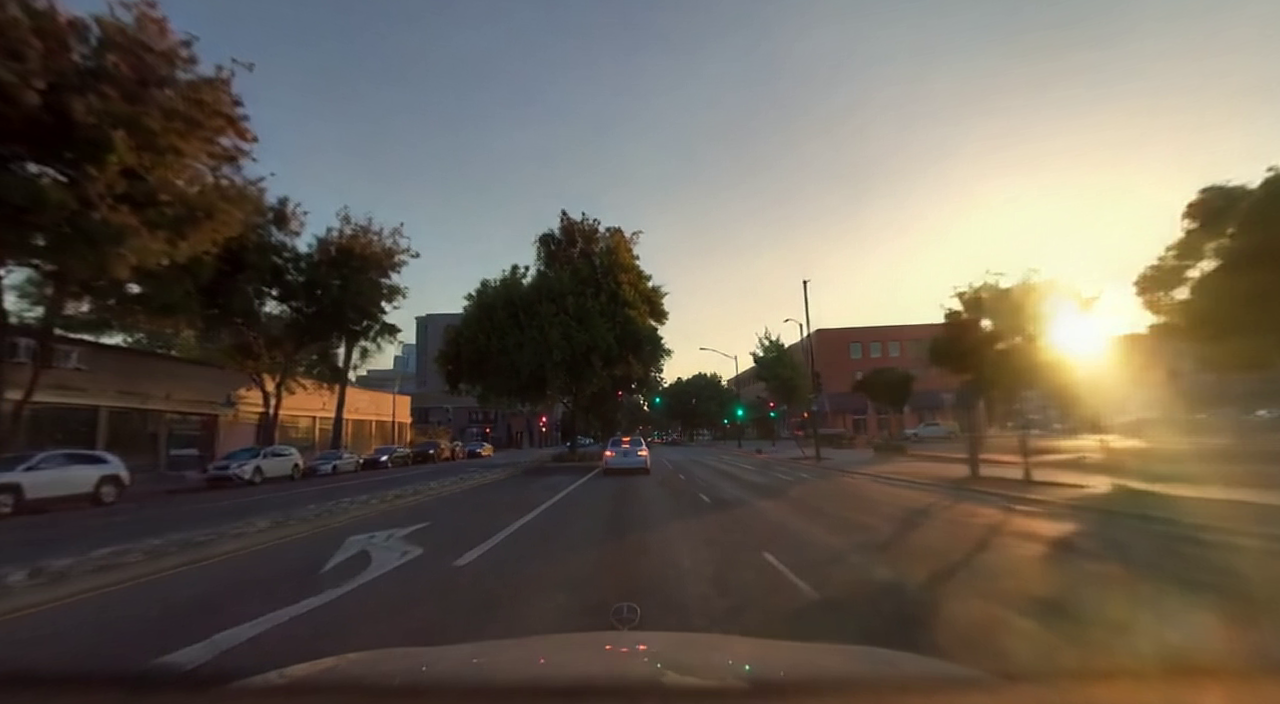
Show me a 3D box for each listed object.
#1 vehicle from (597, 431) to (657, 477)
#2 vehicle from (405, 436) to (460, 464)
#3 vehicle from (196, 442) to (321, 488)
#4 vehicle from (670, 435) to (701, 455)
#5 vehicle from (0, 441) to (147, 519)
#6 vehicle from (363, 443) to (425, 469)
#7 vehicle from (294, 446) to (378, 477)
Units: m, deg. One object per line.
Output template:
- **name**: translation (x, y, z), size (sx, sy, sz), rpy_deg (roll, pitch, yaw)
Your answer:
- **vehicle**: translation (-0.429, 3.737, 23.261), size (2.045, 1.510, 3.690), rpy_deg (-1, -8, 0)
- **vehicle**: translation (-15.511, 7.377, 47.631), size (2.250, 1.981, 5.861), rpy_deg (-1, -9, 0)
- **vehicle**: translation (-15.631, 4.626, 26.281), size (2.130, 1.692, 4.734), rpy_deg (-1, -9, 2)
- **vehicle**: translation (3.437, 7.137, 48.492), size (2.122, 1.454, 4.271), rpy_deg (-1, -8, 1)
- **vehicle**: translation (-15.626, 3.275, 16.481), size (1.981, 1.755, 4.113), rpy_deg (-1, -9, 3)
- **vehicle**: translation (-15.688, 6.661, 40.610), size (2.131, 1.560, 4.563), rpy_deg (-1, -9, 1)
- **vehicle**: translation (-15.723, 5.676, 33.021), size (1.931, 1.455, 5.023), rpy_deg (-1, -9, 0)
